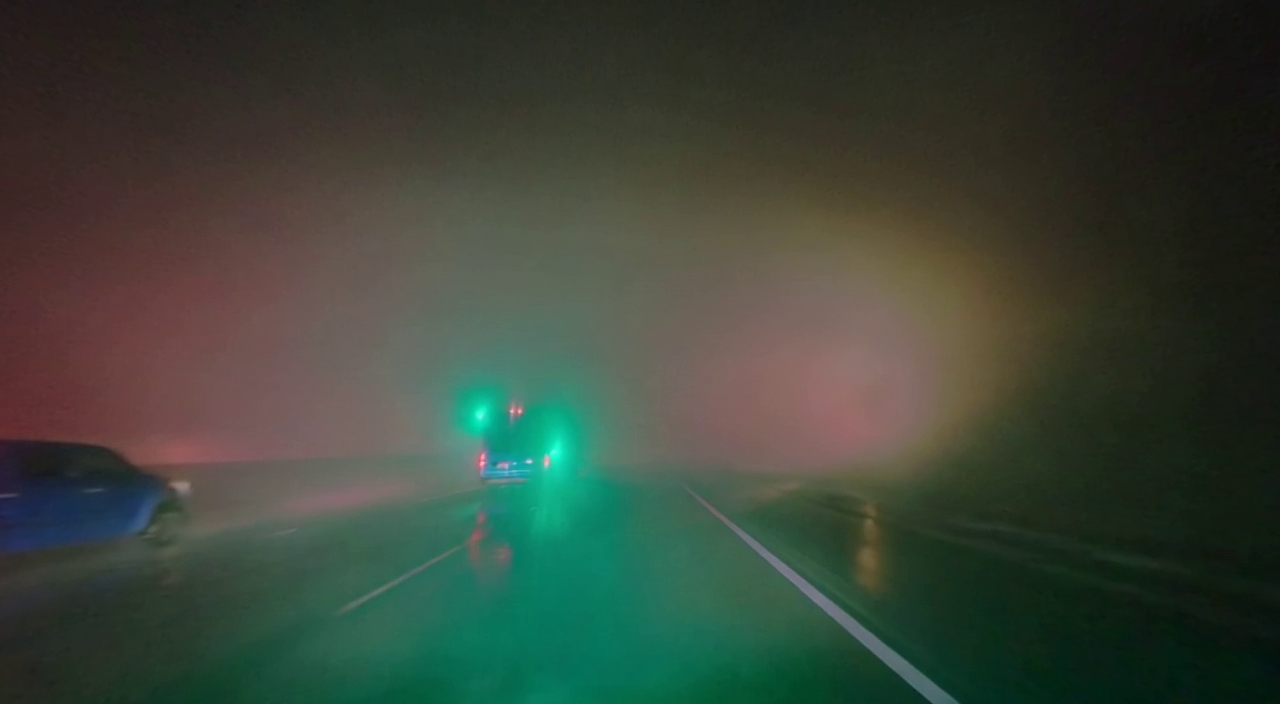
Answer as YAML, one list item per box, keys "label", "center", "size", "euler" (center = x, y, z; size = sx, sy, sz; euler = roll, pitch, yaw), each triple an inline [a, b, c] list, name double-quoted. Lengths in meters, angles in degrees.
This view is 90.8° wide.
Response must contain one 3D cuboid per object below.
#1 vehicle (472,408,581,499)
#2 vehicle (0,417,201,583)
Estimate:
- label: "vehicle"
  center: [-3.474, 3.321, 20.805]
  size: [2.437, 2.565, 5.829]
  euler: [0, -9, 1]
- label: "vehicle"
  center: [-7.579, 1.613, 7.097]
  size: [2.164, 1.664, 4.252]
  euler: [0, -9, 0]
